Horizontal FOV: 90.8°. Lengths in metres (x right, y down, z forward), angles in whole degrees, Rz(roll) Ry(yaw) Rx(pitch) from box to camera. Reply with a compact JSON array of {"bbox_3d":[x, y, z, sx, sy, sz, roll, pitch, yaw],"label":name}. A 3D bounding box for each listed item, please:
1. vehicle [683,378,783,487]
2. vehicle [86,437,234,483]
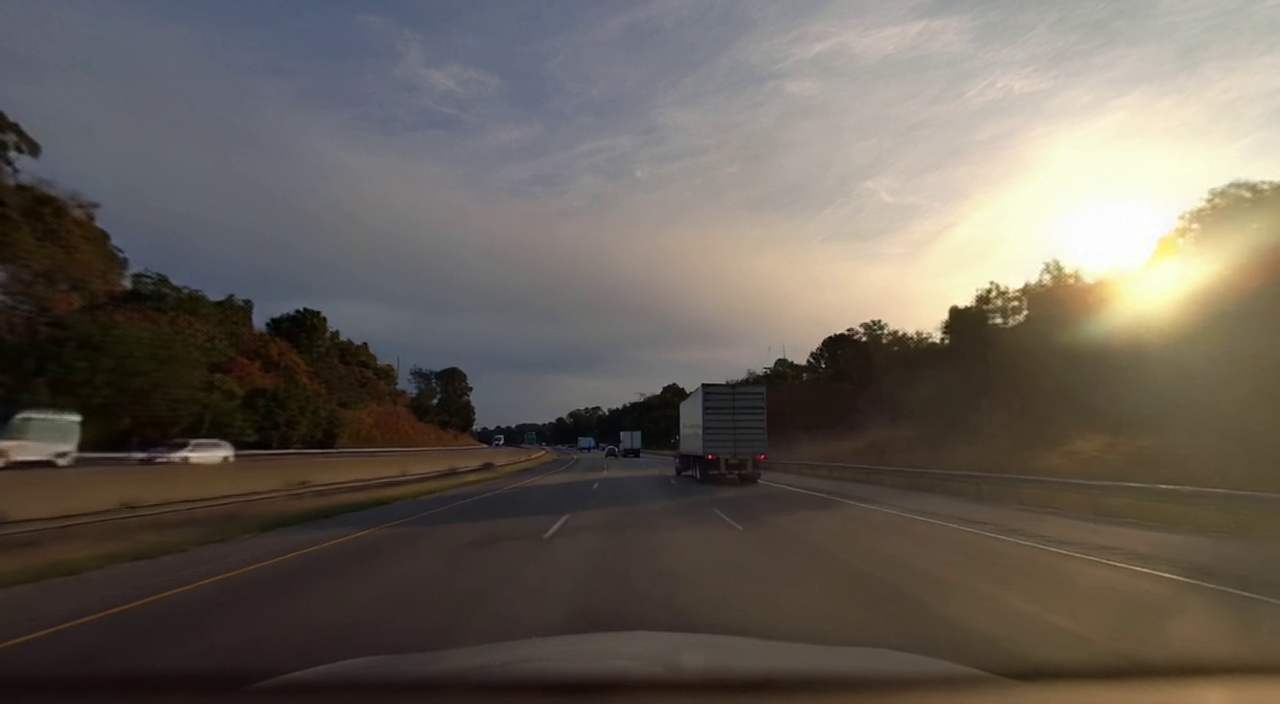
[{"bbox_3d":[3.759,3.646,27.834,2.826,4.035,8.369,1,-9,-2],"label":"vehicle"},{"bbox_3d":[-17.618,3.992,23.496,1.978,1.503,4.537,0,-9,-1],"label":"vehicle"}]
